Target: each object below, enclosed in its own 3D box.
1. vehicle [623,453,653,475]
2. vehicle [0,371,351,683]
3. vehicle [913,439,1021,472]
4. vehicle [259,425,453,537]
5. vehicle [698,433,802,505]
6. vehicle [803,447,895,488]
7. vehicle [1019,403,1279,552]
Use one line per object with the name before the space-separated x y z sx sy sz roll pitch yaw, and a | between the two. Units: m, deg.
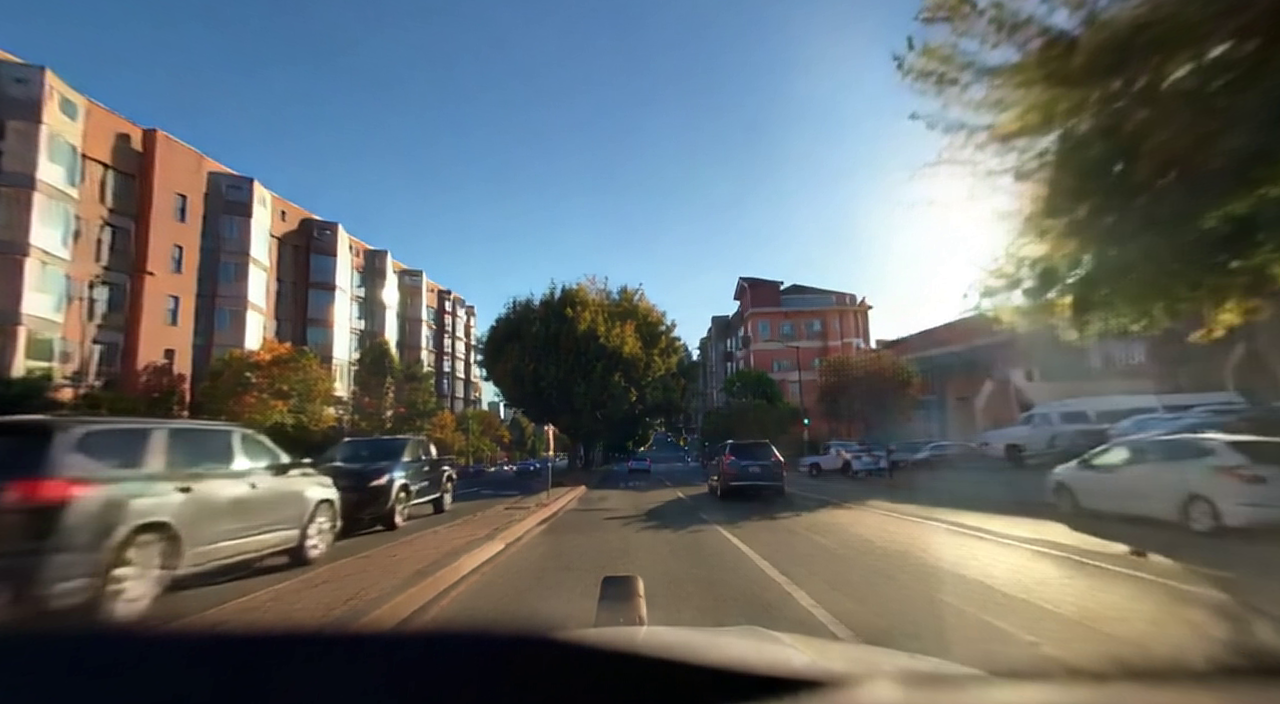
vehicle | -0.197 8.180 46.360 2.059 1.492 4.033 0 -8 -2
vehicle | -4.838 1.305 5.512 2.009 1.837 5.590 0 -8 0
vehicle | 16.914 5.352 32.782 4.612 1.632 1.858 1 -8 -6
vehicle | -5.482 2.518 13.005 2.080 1.857 4.456 0 -8 -3
vehicle | 3.083 3.418 18.934 2.129 1.844 4.767 0 -8 -2
vehicle | 8.683 4.820 26.804 1.940 1.512 5.129 0 -8 -3
vehicle | 8.964 1.993 10.757 1.939 1.927 4.833 0 -8 -1
